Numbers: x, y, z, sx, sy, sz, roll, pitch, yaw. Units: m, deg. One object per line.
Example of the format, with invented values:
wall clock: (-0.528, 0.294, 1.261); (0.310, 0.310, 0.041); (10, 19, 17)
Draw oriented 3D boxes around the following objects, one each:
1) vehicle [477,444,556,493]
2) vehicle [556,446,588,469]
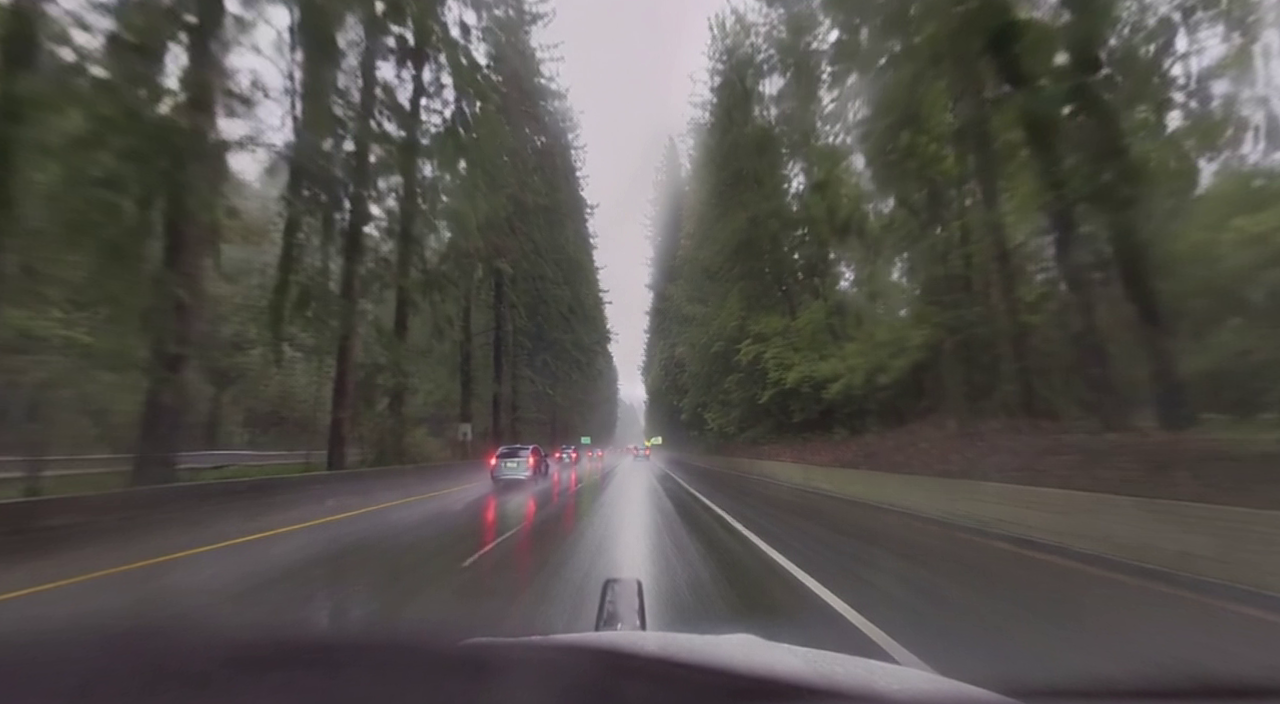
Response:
vehicle: (-4.109, 3.909, 21.616); (1.897, 1.481, 3.859); (0, -8, 0)
vehicle: (-4.736, 7.392, 44.544); (1.838, 1.508, 4.317); (0, -8, 0)
